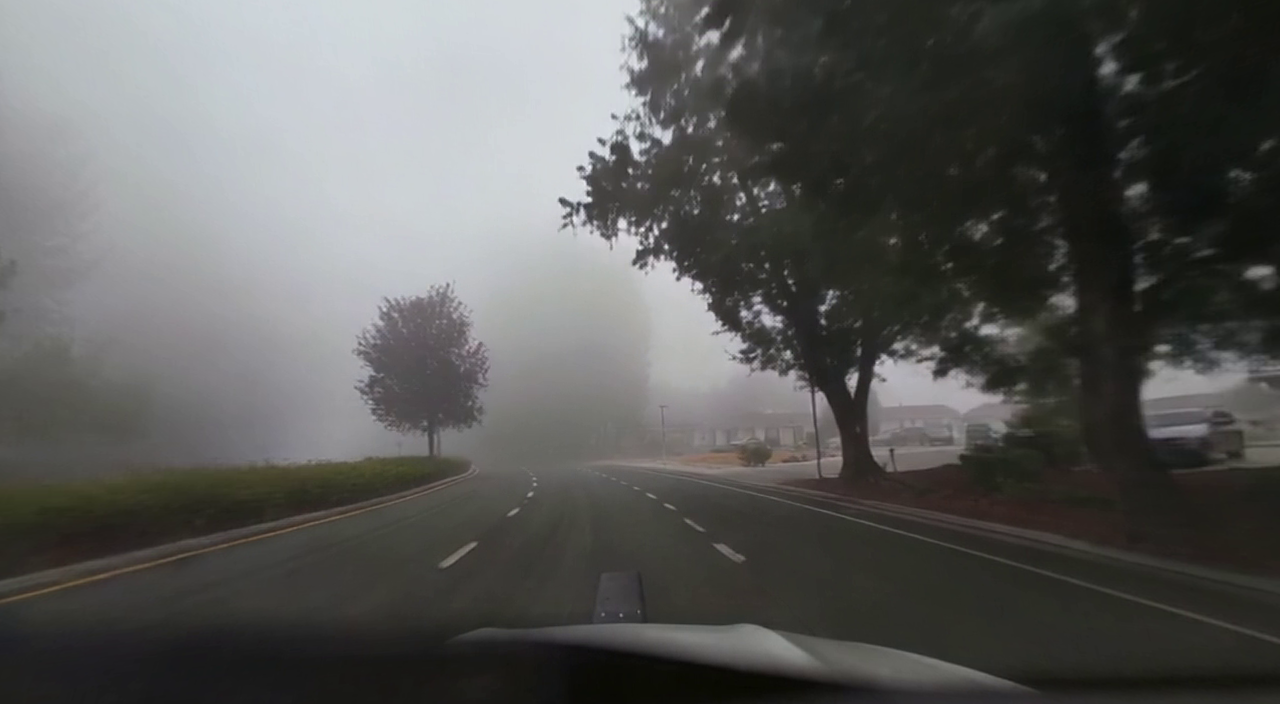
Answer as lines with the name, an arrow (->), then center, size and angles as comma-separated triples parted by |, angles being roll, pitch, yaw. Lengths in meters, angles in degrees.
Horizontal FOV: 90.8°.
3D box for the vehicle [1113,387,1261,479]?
vehicle -> 13.351, 2.037, 15.298 | 2.110, 1.863, 4.977 | -11, -14, 44
